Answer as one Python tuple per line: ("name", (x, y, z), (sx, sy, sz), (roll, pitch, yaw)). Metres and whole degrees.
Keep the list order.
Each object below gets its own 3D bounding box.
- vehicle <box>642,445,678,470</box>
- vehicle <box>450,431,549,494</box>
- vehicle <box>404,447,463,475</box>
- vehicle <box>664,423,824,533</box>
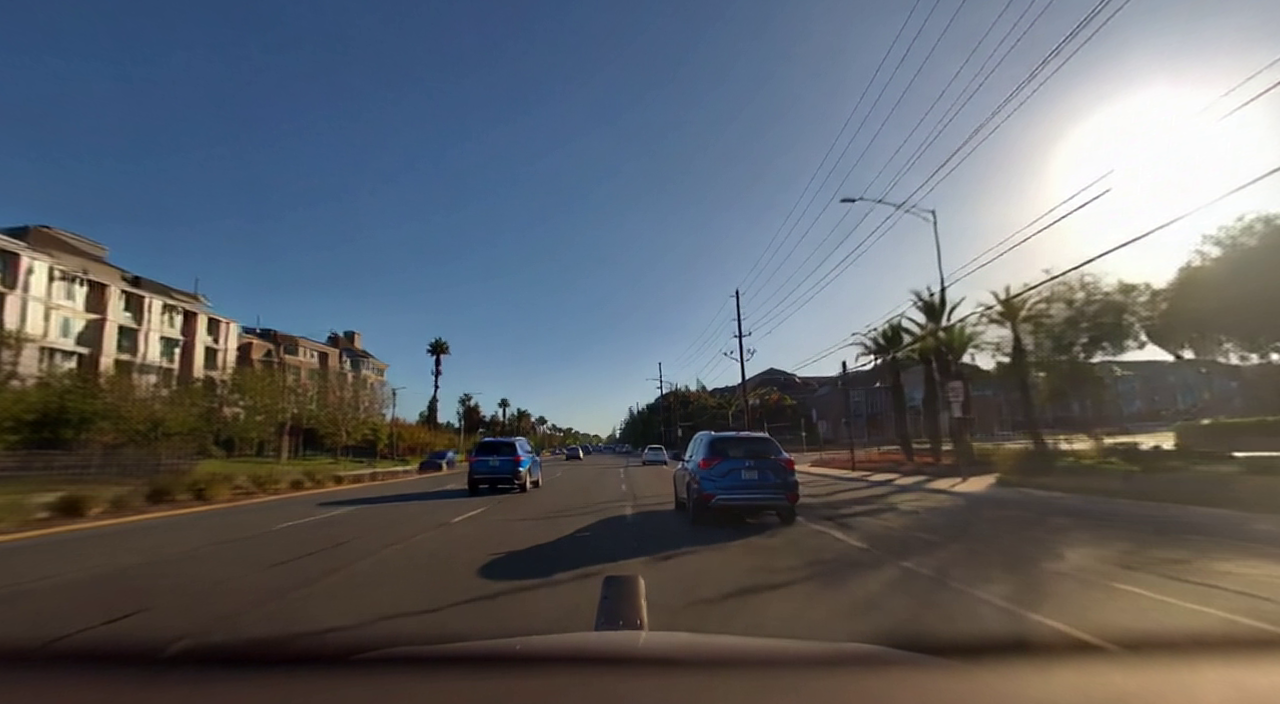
("vehicle", (1.211, 6.741, 40.307), (1.981, 1.472, 3.923), (0, -9, -3))
("vehicle", (-4.444, 3.598, 20.794), (2.169, 1.796, 4.821), (0, -9, 0))
("vehicle", (-12.608, 6.664, 38.854), (1.996, 1.569, 5.041), (0, -9, -1))
("vehicle", (1.730, 2.313, 12.134), (2.198, 1.706, 4.166), (0, -9, -3))
